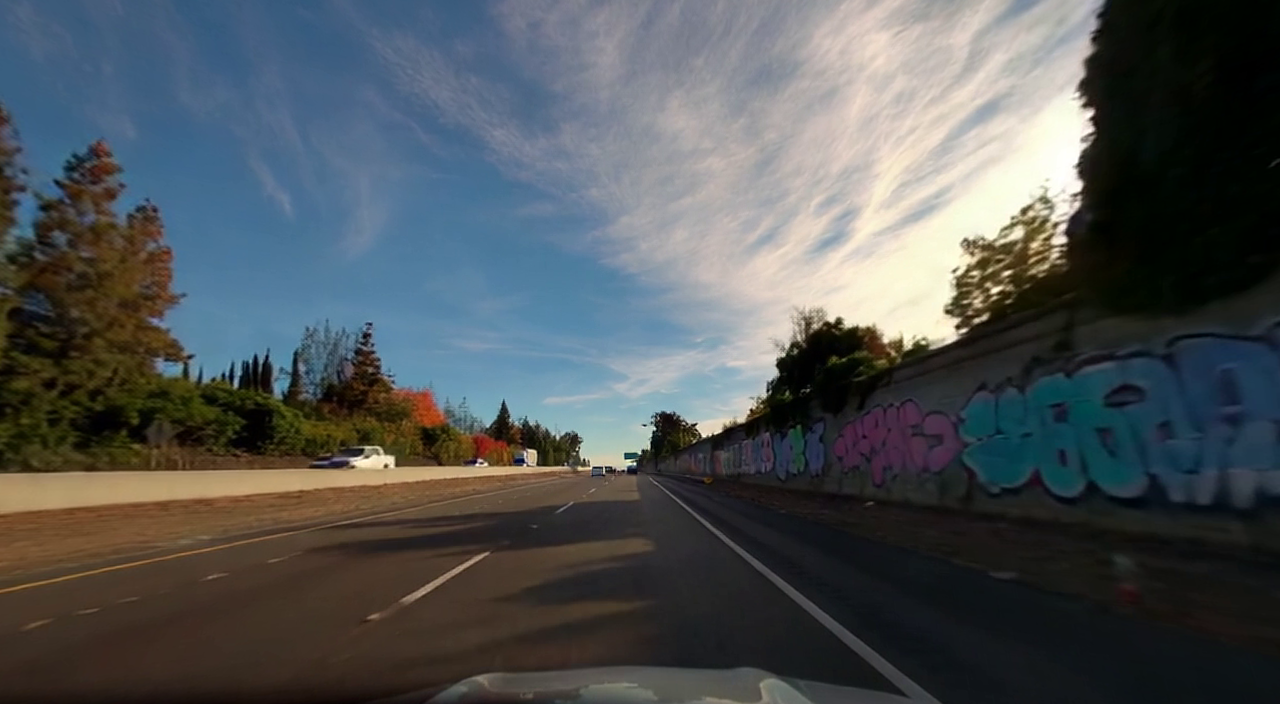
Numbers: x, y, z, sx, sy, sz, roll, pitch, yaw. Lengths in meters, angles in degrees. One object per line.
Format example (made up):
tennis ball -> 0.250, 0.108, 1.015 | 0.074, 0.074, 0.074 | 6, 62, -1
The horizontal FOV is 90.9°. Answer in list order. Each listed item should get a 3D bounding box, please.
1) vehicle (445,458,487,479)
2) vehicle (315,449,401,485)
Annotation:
vehicle -> -13.557, 9.149, 49.400 | 2.015, 1.496, 4.666 | 1, -11, 0
vehicle -> -14.075, 5.801, 31.801 | 2.067, 1.613, 4.843 | 1, -11, 0
